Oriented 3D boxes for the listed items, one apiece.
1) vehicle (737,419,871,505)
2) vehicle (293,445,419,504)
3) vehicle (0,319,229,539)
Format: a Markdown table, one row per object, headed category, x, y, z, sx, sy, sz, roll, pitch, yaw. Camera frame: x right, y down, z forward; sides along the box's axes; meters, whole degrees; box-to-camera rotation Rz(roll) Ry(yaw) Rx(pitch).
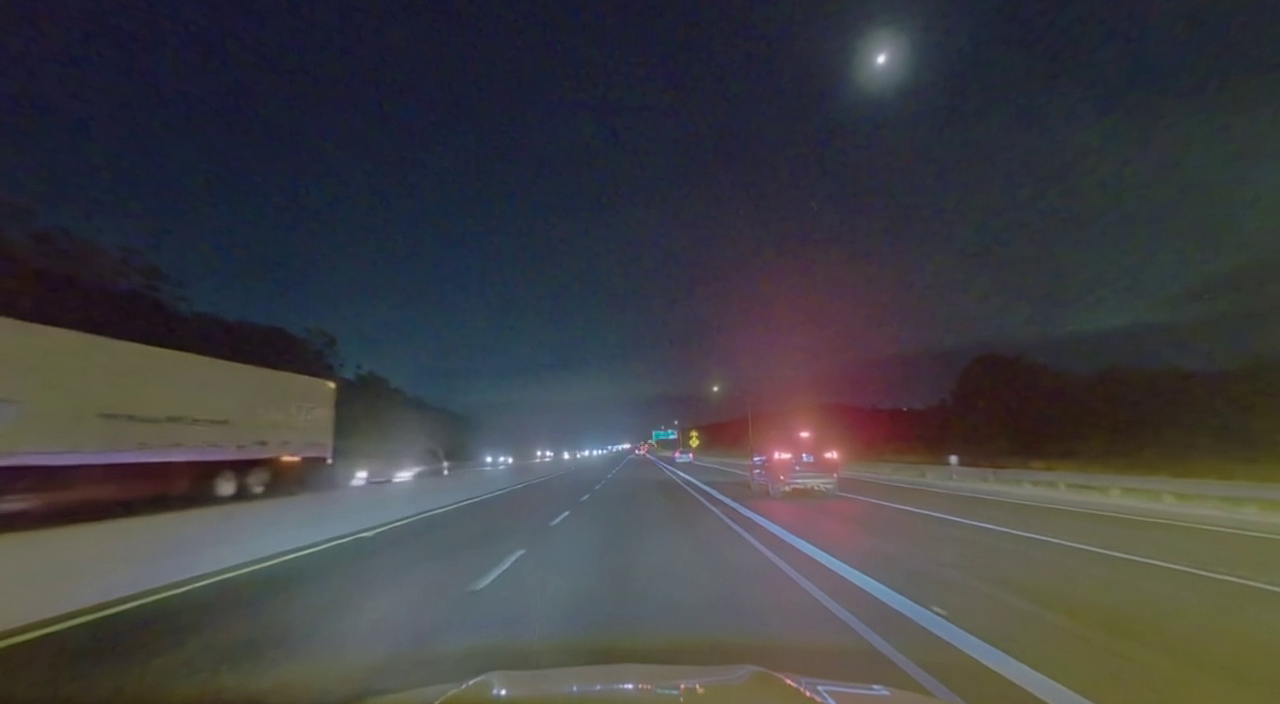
| category | x | y | z | sx | sy | sz | roll | pitch | yaw |
| --- | --- | --- | --- | --- | --- | --- | --- | --- | --- |
| vehicle | 4.119 | 2.901 | 16.856 | 2.177 | 1.914 | 5.245 | 0 | -9 | 0 |
| vehicle | -9.088 | 3.931 | 20.545 | 2.088 | 1.678 | 4.314 | 0 | -9 | 0 |
| vehicle | -13.619 | 1.408 | 11.476 | 2.965 | 4.111 | 13.756 | 0 | -9 | -1 |
